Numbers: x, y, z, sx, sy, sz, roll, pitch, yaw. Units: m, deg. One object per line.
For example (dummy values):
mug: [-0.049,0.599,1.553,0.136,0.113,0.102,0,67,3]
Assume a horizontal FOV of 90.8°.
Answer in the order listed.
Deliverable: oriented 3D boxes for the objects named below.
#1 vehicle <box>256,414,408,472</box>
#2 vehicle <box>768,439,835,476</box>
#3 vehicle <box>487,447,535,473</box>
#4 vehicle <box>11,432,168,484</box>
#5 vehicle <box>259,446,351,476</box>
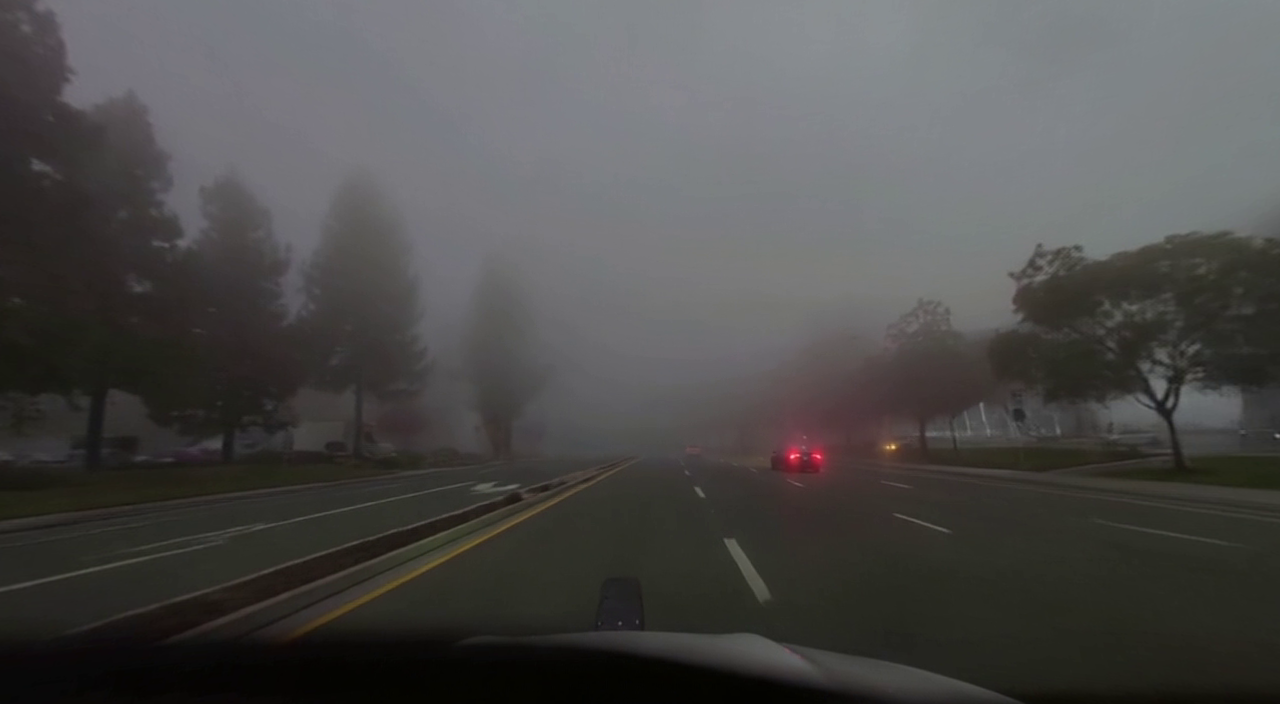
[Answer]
vehicle: [-19.797,5.901,40.976,8.324,3.550,2.670,0,-9,1]
vehicle: [7.644,5.038,30.354,2.181,1.639,4.127,0,-8,1]
vehicle: [-7.948,6.675,39.319,1.865,1.503,4.375,-1,-8,3]
vehicle: [-26.353,5.104,30.393,5.472,2.114,2.482,-3,-9,5]
vehicle: [-18.737,6.096,35.405,4.259,1.396,1.815,-4,-8,6]
